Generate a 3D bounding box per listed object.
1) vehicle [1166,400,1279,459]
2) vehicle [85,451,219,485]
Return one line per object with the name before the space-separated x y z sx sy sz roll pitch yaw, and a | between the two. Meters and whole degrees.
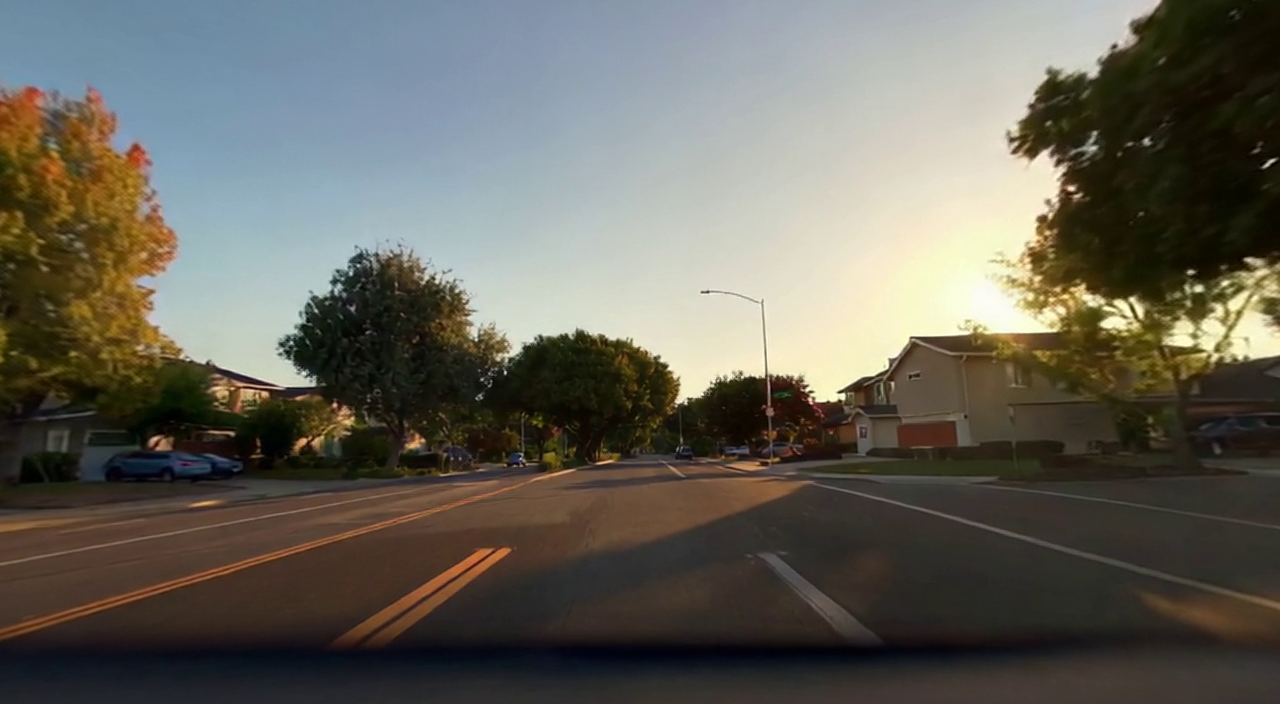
vehicle | 26.484 3.334 26.994 5.595 2.365 2.241 -1 -8 7
vehicle | -22.880 5.437 29.740 4.486 1.509 2.189 0 -8 1
